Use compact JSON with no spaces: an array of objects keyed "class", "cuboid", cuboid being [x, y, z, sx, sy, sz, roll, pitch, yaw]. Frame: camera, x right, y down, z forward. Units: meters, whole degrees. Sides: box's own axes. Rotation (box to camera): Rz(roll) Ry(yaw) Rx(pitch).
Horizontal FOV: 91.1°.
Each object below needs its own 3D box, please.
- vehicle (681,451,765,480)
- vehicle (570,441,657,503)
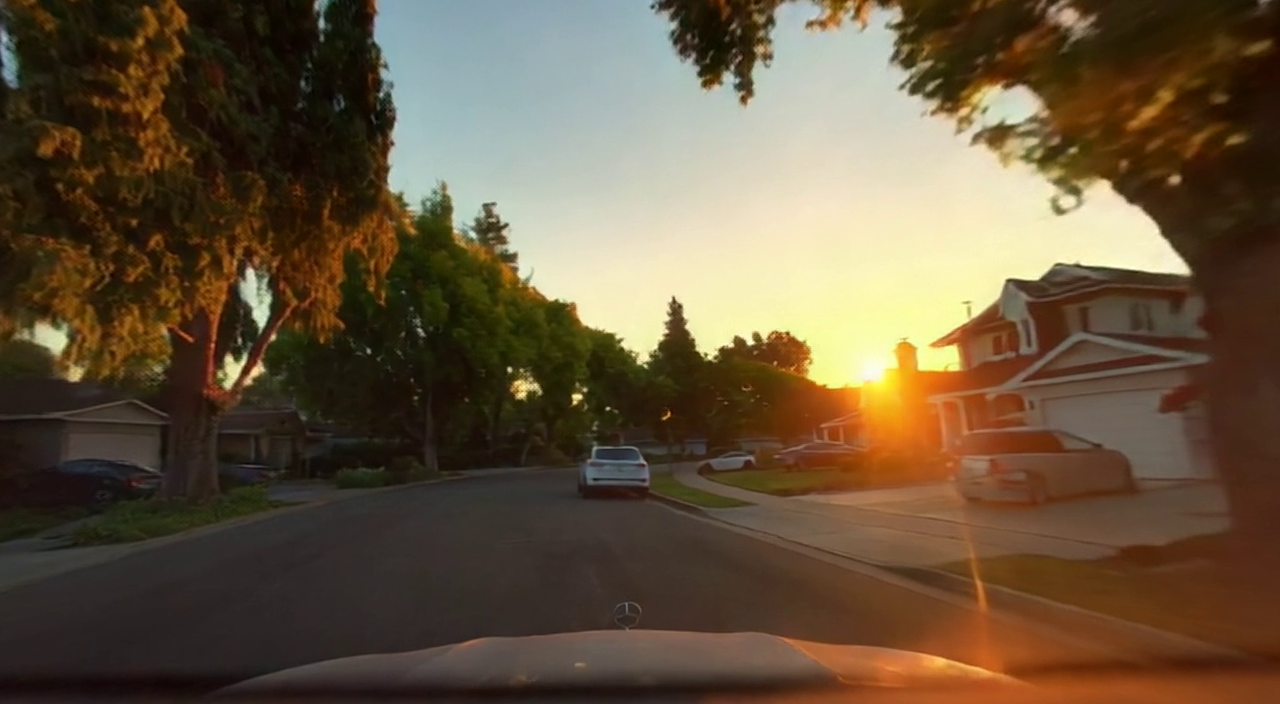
[{"class":"vehicle","cuboid":[4.530,6.261,34.812,4.457,1.510,1.762,-1,-8,5]},{"class":"vehicle","cuboid":[-1.009,3.828,20.542,2.163,1.760,4.591,1,-9,-11]}]
